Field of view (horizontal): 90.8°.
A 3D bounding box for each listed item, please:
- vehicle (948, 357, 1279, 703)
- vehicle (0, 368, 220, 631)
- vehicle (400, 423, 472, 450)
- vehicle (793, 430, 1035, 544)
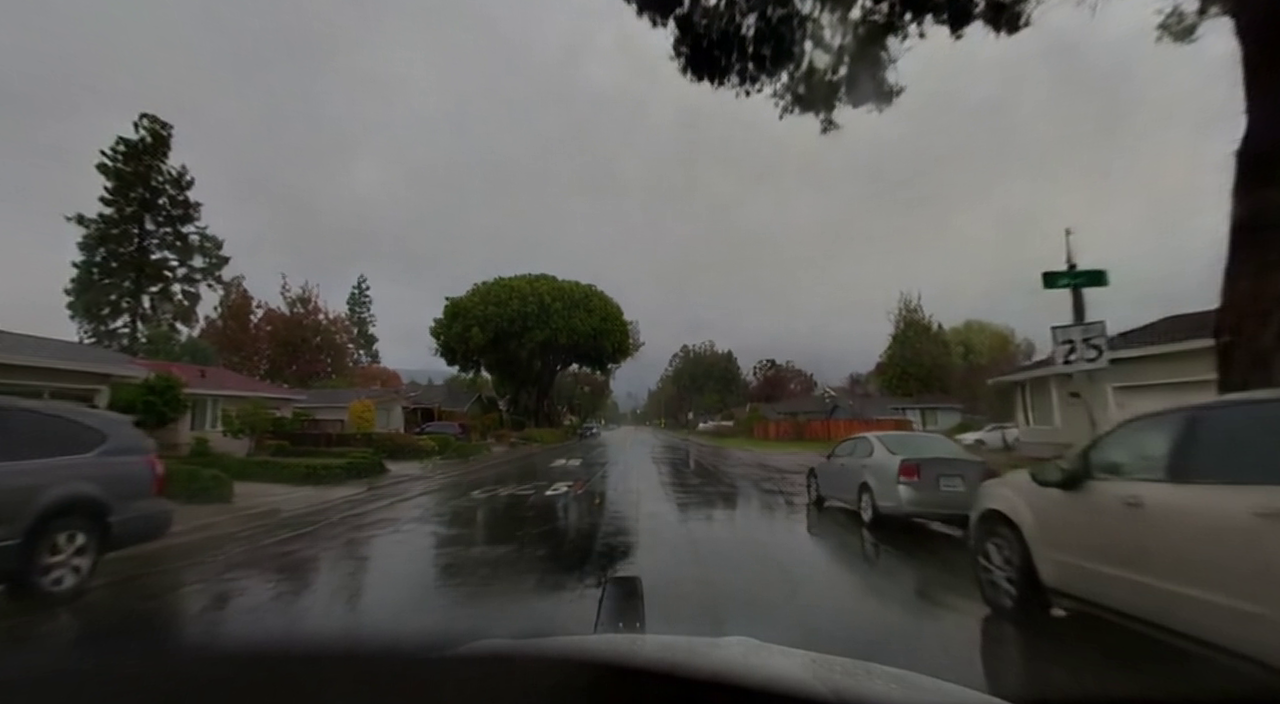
[{"bbox_3d":[3.789,0.965,3.303,2.033,1.730,4.554,0,-8,0],"label":"vehicle"},{"bbox_3d":[-5.932,1.062,4.299,2.322,1.949,5.695,-1,-8,-1],"label":"vehicle"},{"bbox_3d":[-13.023,5.428,40.552,3.921,1.629,1.832,0,-9,3],"label":"vehicle"},{"bbox_3d":[4.063,2.032,10.394,1.952,1.442,4.529,0,-7,0],"label":"vehicle"}]
